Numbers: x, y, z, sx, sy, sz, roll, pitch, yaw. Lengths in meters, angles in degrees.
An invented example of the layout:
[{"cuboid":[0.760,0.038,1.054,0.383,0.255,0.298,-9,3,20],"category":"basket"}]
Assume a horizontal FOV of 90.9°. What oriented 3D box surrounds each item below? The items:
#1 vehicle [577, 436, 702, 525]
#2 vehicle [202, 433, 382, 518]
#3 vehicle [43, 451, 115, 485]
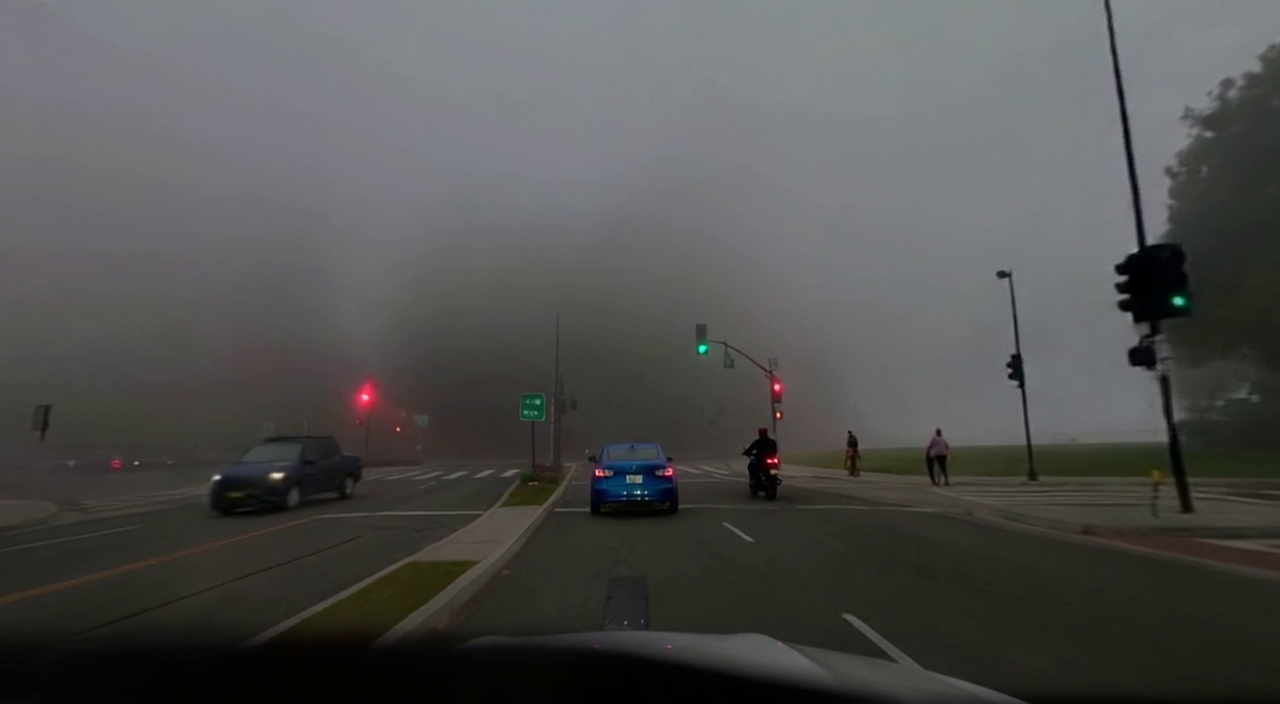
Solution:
[{"cuboid":[-0.119,2.479,12.720,2.118,1.480,3.949,0,-9,-3],"category":"vehicle"},{"cuboid":[-8.053,2.864,15.146,1.993,1.692,4.226,0,-9,-2],"category":"vehicle"},{"cuboid":[-32.201,6.587,36.148,4.653,1.795,2.163,-7,-11,38],"category":"vehicle"}]
